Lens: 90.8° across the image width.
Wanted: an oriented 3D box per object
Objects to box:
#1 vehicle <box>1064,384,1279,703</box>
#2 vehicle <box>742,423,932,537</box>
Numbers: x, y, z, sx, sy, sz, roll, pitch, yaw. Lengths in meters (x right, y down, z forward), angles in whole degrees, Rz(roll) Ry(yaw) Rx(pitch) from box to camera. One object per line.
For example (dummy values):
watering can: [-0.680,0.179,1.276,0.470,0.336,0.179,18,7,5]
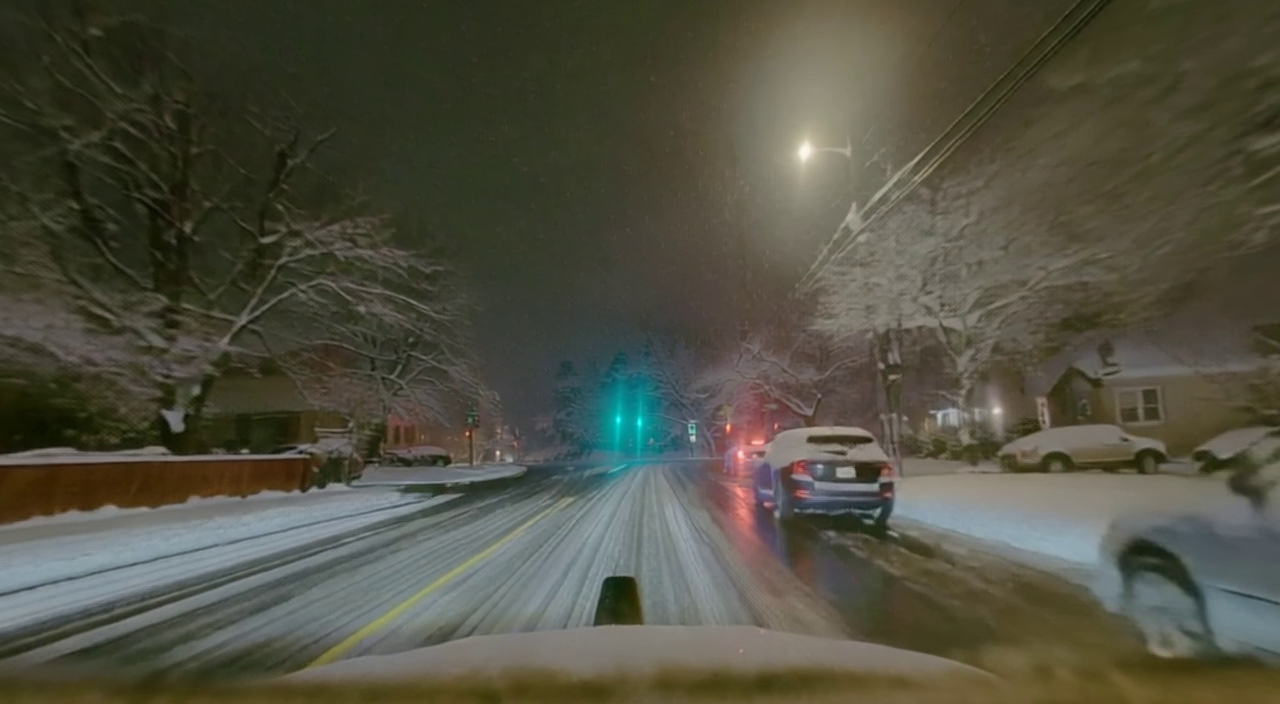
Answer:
vehicle: [4.112,0.820,2.160,2.043,1.585,4.687,0,-8,0]
vehicle: [3.160,2.157,11.279,2.037,1.595,4.536,-1,-8,2]
